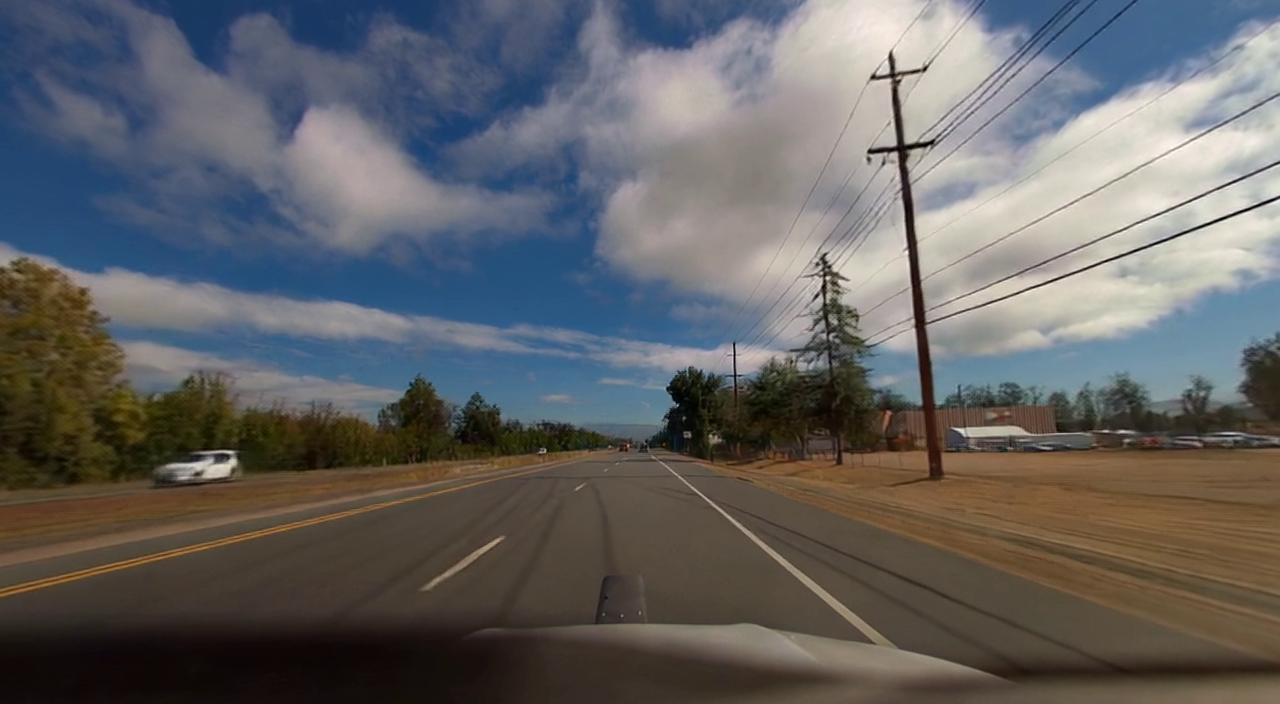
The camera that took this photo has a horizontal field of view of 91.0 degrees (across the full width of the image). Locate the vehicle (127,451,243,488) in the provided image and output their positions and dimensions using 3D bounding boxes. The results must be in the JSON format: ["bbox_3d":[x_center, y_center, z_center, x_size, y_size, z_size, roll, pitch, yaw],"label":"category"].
[{"bbox_3d":[-21.178,5.456,29.600,1.885,1.555,4.653,0,-9,1],"label":"vehicle"}]
